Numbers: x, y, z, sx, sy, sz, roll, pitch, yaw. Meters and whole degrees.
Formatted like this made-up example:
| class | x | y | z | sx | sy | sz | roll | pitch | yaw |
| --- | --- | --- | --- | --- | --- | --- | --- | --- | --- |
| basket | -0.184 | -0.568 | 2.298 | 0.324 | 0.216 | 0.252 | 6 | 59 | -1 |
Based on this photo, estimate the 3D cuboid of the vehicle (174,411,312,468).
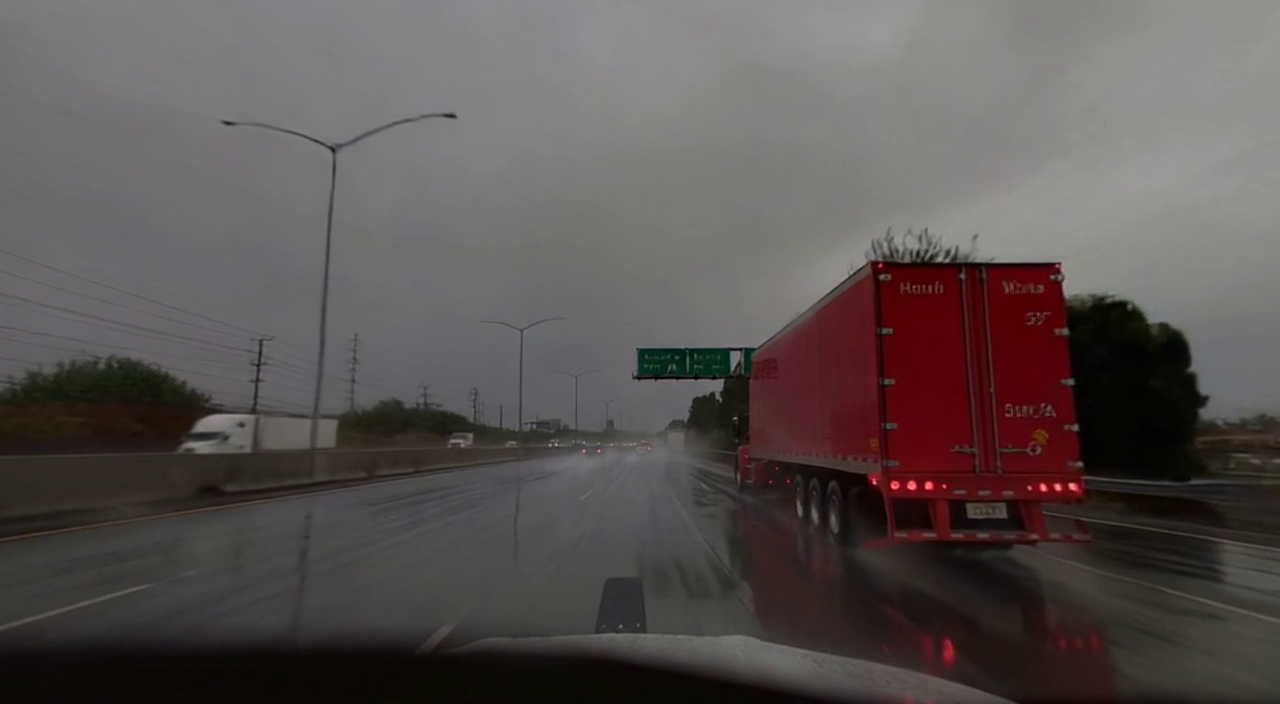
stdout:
| class | x | y | z | sx | sy | sz | roll | pitch | yaw |
| --- | --- | --- | --- | --- | --- | --- | --- | --- | --- |
| vehicle | -28.739 | 6.497 | 46.531 | 3.010 | 3.665 | 10.888 | 0 | -9 | 0 |

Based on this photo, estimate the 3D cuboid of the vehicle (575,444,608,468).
| class | x | y | z | sx | sy | sz | roll | pitch | yaw |
| --- | --- | --- | --- | --- | --- | --- | --- | --- | --- |
| vehicle | -3.480 | 7.552 | 45.985 | 2.000 | 1.658 | 4.155 | 0 | -9 | 1 |

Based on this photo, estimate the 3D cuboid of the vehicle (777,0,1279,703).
| class | x | y | z | sx | sy | sz | roll | pitch | yaw |
| --- | --- | --- | --- | --- | --- | --- | --- | --- | --- |
| vehicle | 3.863 | -0.180 | 3.162 | 2.899 | 4.078 | 16.430 | 0 | -8 | 1 |
